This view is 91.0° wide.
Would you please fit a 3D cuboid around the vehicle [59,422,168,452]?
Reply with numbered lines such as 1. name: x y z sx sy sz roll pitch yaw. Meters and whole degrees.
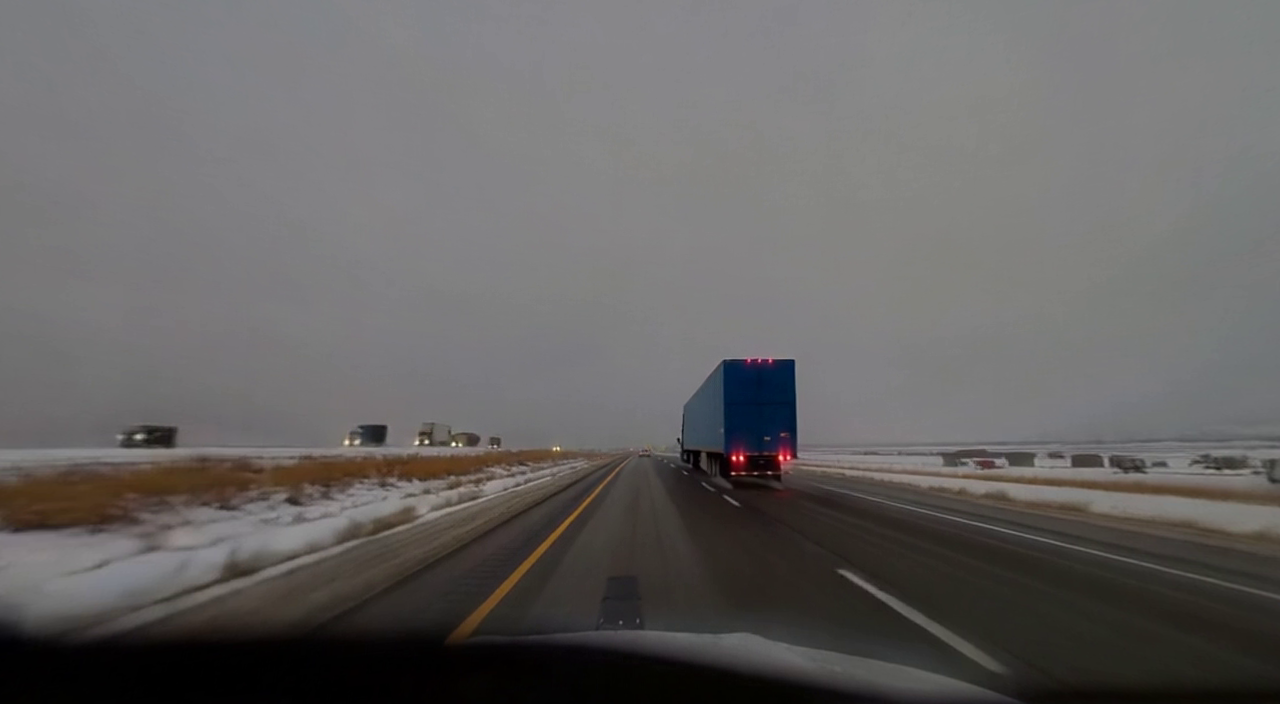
1. vehicle: -30.063 4.936 36.210 1.958 1.553 4.931 0 -9 0

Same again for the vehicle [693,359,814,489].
1. vehicle: 4.197 3.314 26.913 2.818 4.206 12.987 0 -9 0
